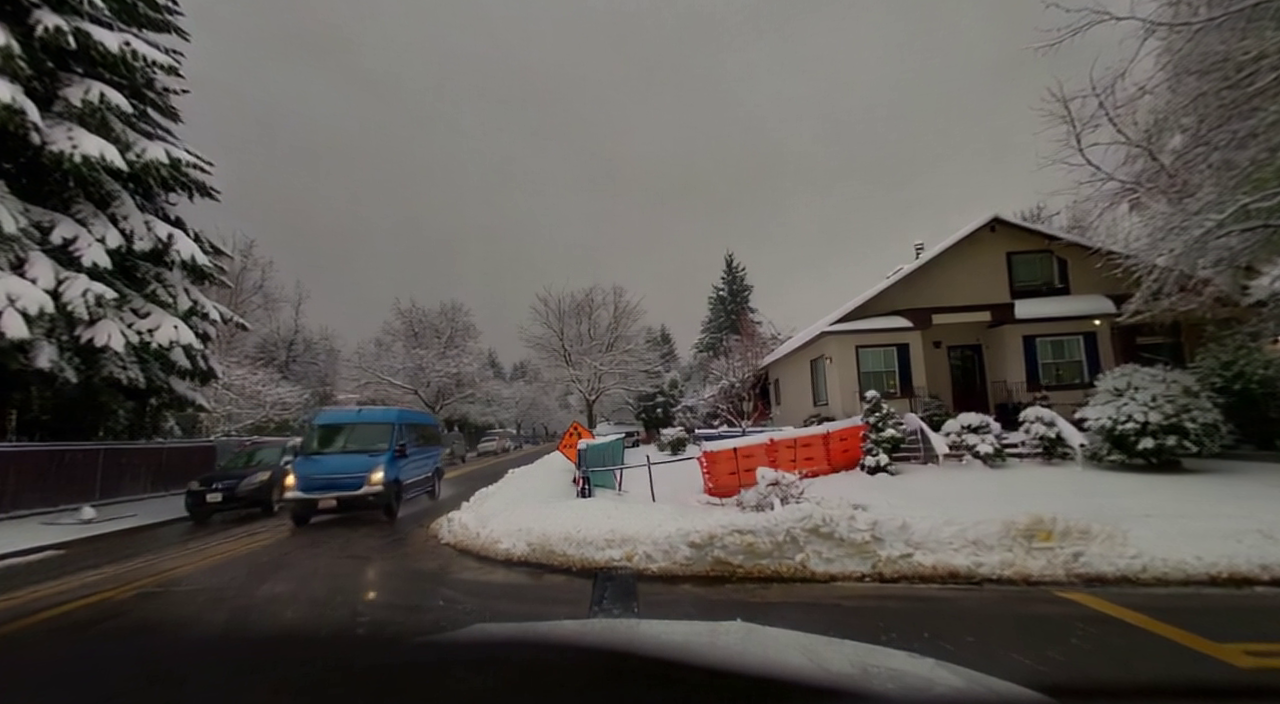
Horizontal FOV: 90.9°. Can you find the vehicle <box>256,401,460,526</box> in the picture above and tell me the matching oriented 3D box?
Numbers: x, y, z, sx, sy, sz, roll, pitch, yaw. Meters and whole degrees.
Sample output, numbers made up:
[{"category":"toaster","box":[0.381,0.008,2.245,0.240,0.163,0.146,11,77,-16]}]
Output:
[{"category":"vehicle","box":[-5.184,2.095,12.517,2.219,1.984,4.712,1,-8,-5]}]

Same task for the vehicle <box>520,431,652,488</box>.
[{"category":"vehicle","box":[-1.444,3.058,18.394,1.827,1.436,4.070,-5,-9,29]}]

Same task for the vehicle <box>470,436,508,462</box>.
[{"category":"vehicle","box":[-9.984,6.391,41.828,1.765,1.493,4.130,3,-6,-4]}]

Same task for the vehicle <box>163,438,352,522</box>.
[{"category":"vehicle","box":[-8.169,2.704,13.987,1.899,1.524,4.082,0,-7,-5]}]
